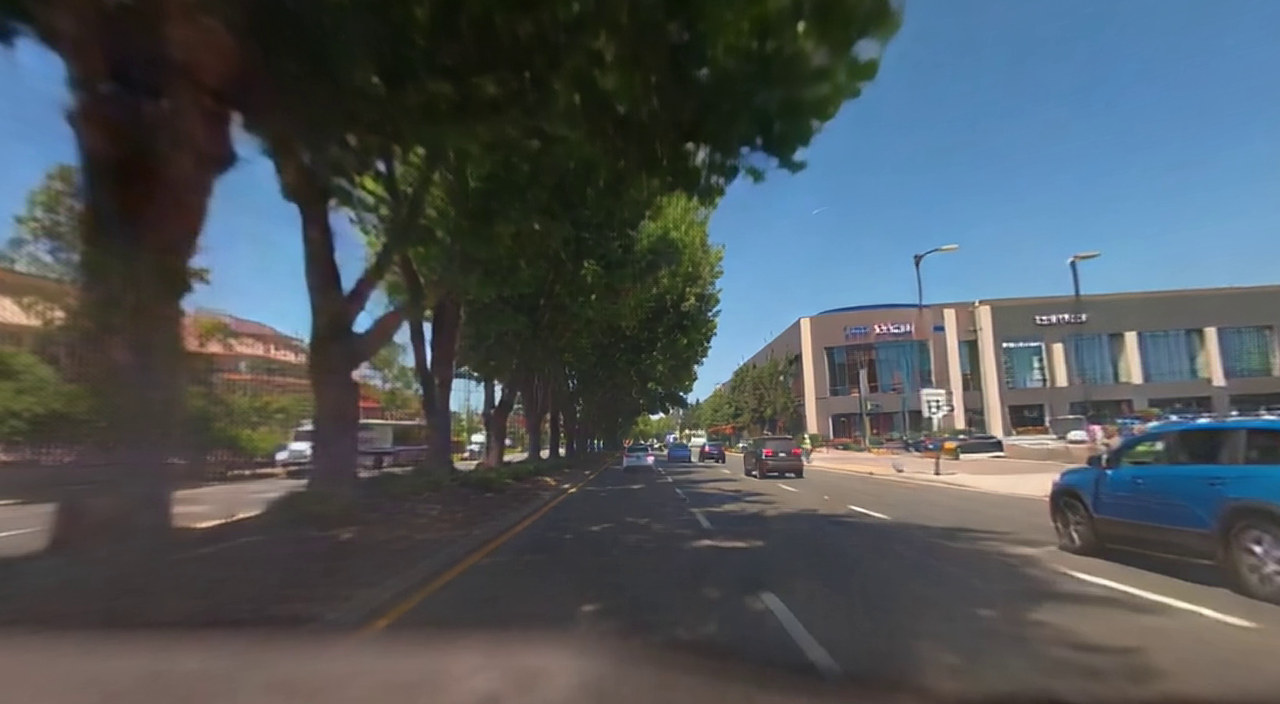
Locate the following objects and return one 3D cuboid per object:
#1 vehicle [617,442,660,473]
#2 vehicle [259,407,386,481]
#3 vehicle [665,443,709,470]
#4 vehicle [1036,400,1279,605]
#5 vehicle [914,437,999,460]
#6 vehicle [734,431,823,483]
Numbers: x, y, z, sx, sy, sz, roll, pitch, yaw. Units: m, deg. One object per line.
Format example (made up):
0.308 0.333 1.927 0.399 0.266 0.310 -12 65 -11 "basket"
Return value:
-0.114 5.292 31.908 2.056 1.440 3.798 0 -8 -1 "vehicle"
-19.319 5.722 39.338 2.999 4.017 8.806 0 -8 2 "vehicle"
2.514 5.715 34.685 1.970 1.402 3.756 0 -8 -2 "vehicle"
6.165 1.351 6.036 1.949 1.647 4.261 0 -8 0 "vehicle"
19.990 6.105 40.041 4.342 1.388 1.946 0 -8 -2 "vehicle"
5.163 3.991 24.285 2.140 1.811 4.593 0 -8 -3 "vehicle"
